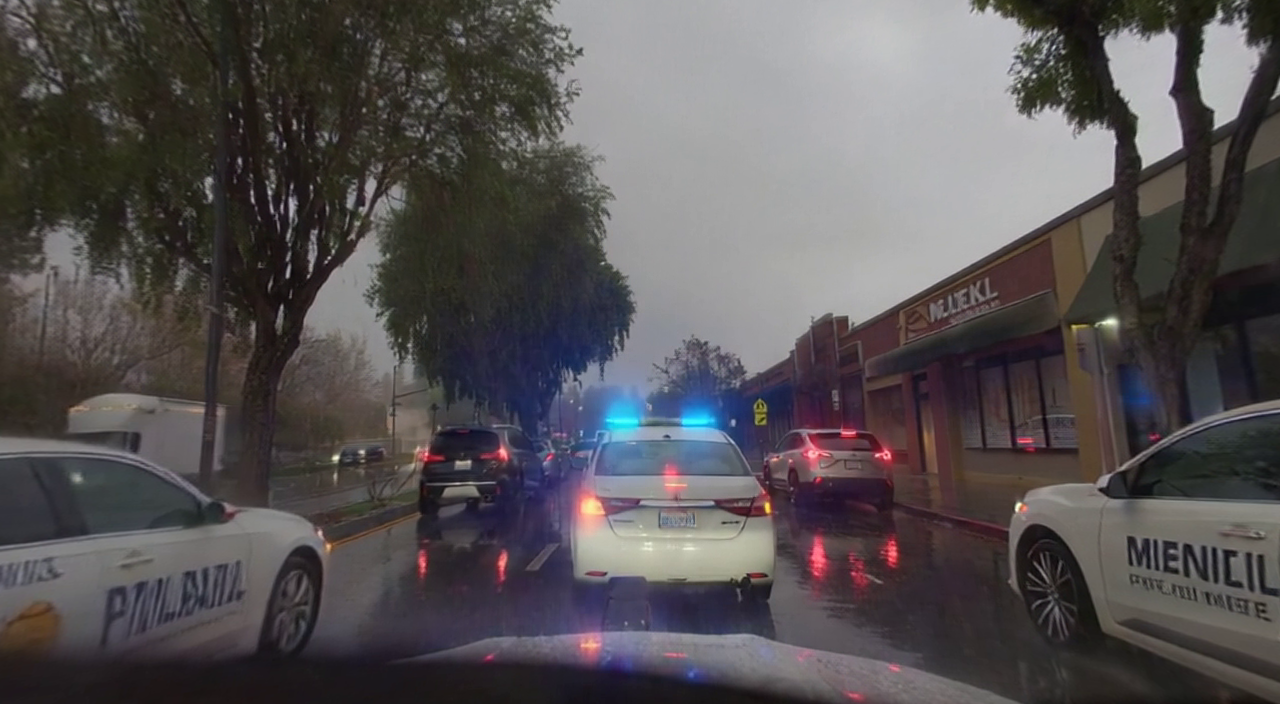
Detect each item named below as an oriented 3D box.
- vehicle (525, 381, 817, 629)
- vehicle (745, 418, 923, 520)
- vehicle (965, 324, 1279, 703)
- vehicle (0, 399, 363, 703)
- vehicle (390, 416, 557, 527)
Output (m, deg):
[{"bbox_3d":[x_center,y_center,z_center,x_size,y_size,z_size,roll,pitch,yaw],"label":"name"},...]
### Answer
[{"bbox_3d":[0.201,1.388,6.592,2.075,1.770,4.018,0,-8,-1],"label":"vehicle"},{"bbox_3d":[4.056,2.584,14.535,2.038,1.865,5.786,0,-8,-2],"label":"vehicle"},{"bbox_3d":[3.988,0.904,3.232,1.987,1.877,5.330,3,-8,2],"label":"vehicle"},{"bbox_3d":[-2.935,0.946,2.333,1.908,1.474,4.257,0,-8,-1],"label":"vehicle"},{"bbox_3d":[-3.020,2.292,12.619,2.135,1.806,4.514,0,-8,-1],"label":"vehicle"}]
